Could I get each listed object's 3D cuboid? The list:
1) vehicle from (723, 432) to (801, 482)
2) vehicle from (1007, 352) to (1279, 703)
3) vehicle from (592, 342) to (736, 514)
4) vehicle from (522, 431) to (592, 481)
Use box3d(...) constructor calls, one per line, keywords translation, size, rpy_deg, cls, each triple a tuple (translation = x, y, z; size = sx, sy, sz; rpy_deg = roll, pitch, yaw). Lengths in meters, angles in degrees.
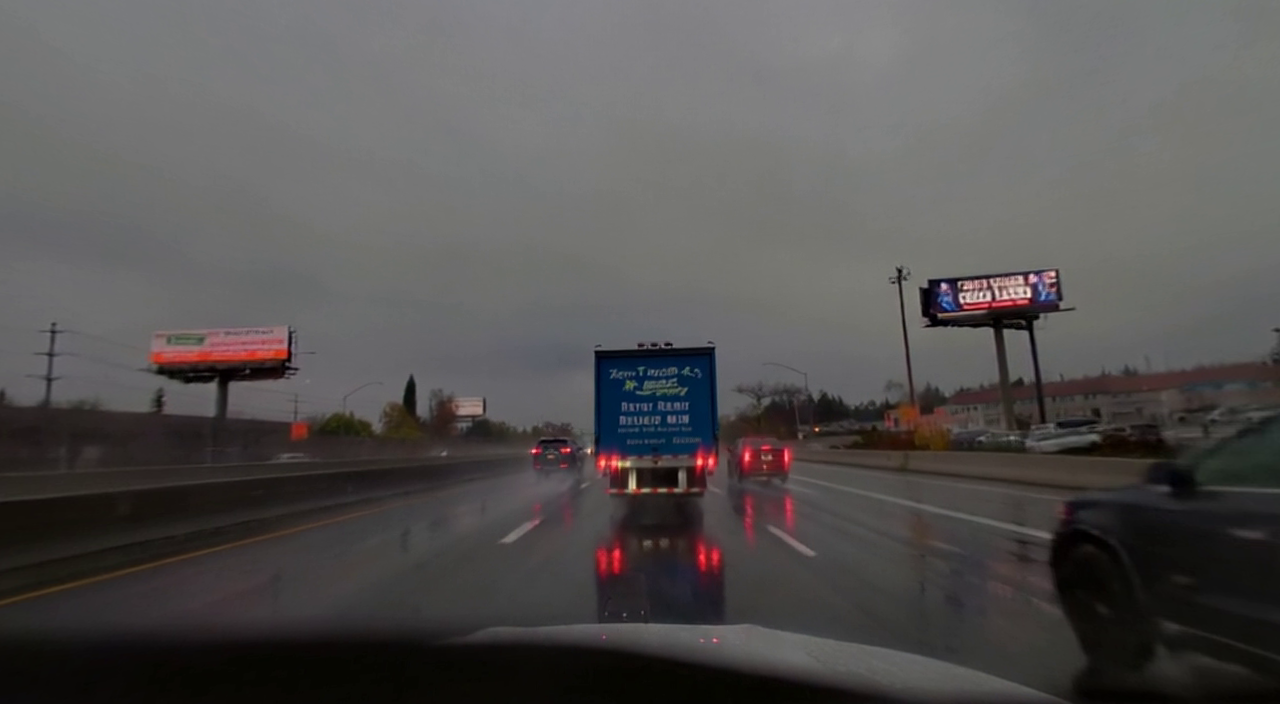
box3d(translation=(4.440, 3.894, 23.709), size=(2.066, 1.692, 4.339), rpy_deg=(0, -8, 0), cls="vehicle")
box3d(translation=(3.944, 0.850, 2.826), size=(1.986, 1.718, 4.296), rpy_deg=(0, -8, 0), cls="vehicle")
box3d(translation=(0.542, 2.048, 16.470), size=(2.733, 3.296, 8.571), rpy_deg=(0, -8, 1), cls="vehicle")
box3d(translation=(-3.140, 4.054, 24.902), size=(2.030, 1.757, 4.509), rpy_deg=(-1, -8, 2), cls="vehicle")
